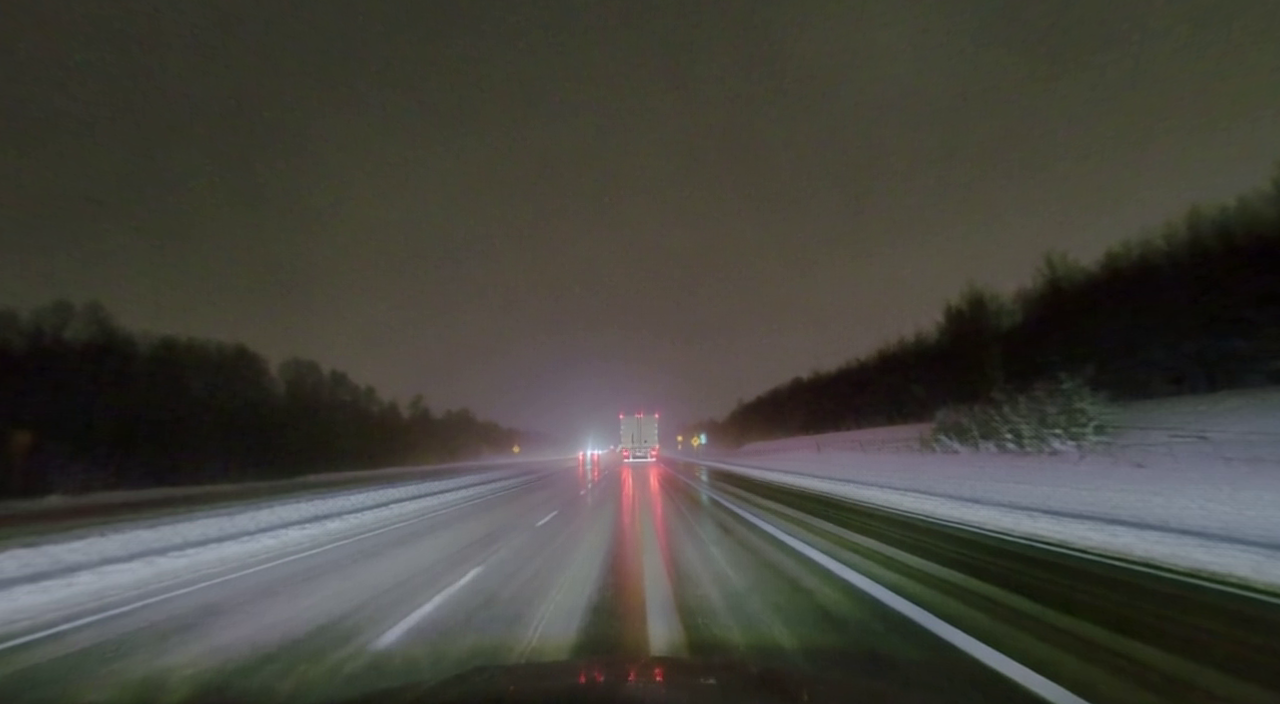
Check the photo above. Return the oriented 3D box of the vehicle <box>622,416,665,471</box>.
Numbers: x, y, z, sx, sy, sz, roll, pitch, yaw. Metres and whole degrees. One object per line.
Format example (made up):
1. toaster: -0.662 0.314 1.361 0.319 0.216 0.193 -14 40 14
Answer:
1. vehicle: 0.128 7.046 48.459 2.864 3.805 9.500 0 -9 -2
